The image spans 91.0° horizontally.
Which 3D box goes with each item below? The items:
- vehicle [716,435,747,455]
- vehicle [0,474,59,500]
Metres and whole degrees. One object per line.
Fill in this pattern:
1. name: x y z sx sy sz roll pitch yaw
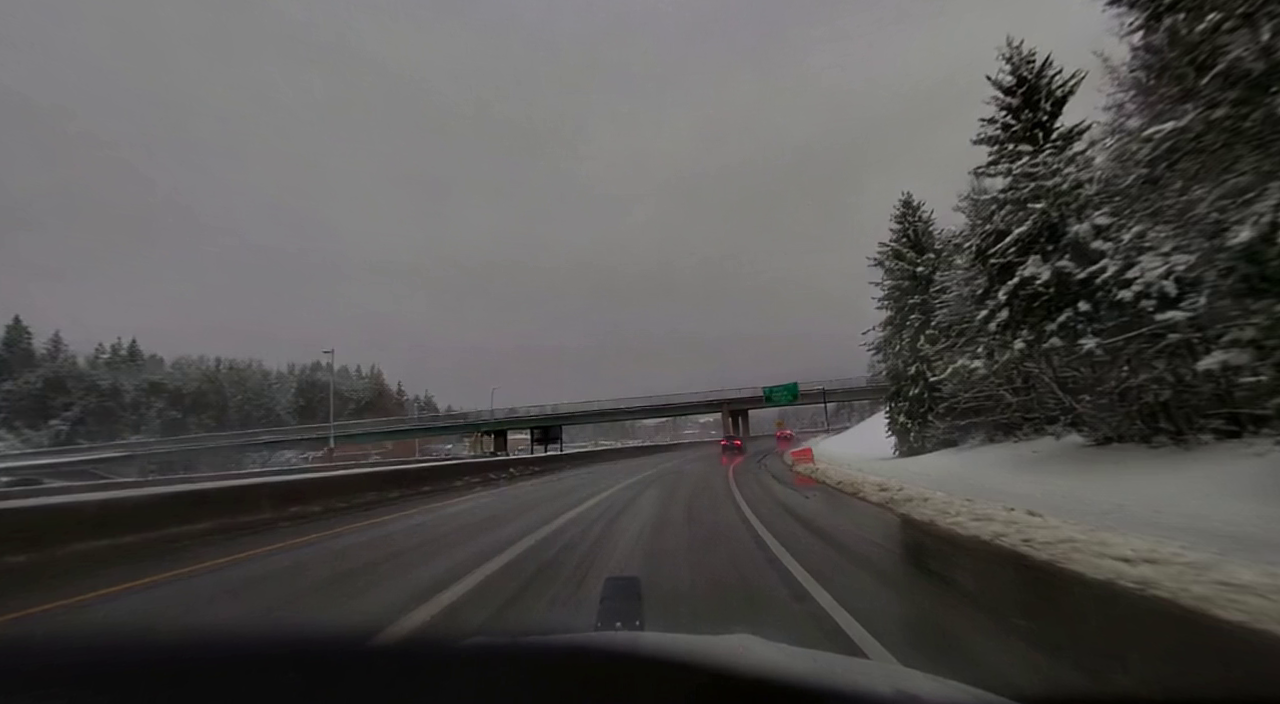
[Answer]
1. vehicle: 7.262 7.343 49.815 1.985 1.511 4.012 -2 -9 14
2. vehicle: -48.209 10.512 49.227 1.913 1.691 4.696 2 -9 -13
